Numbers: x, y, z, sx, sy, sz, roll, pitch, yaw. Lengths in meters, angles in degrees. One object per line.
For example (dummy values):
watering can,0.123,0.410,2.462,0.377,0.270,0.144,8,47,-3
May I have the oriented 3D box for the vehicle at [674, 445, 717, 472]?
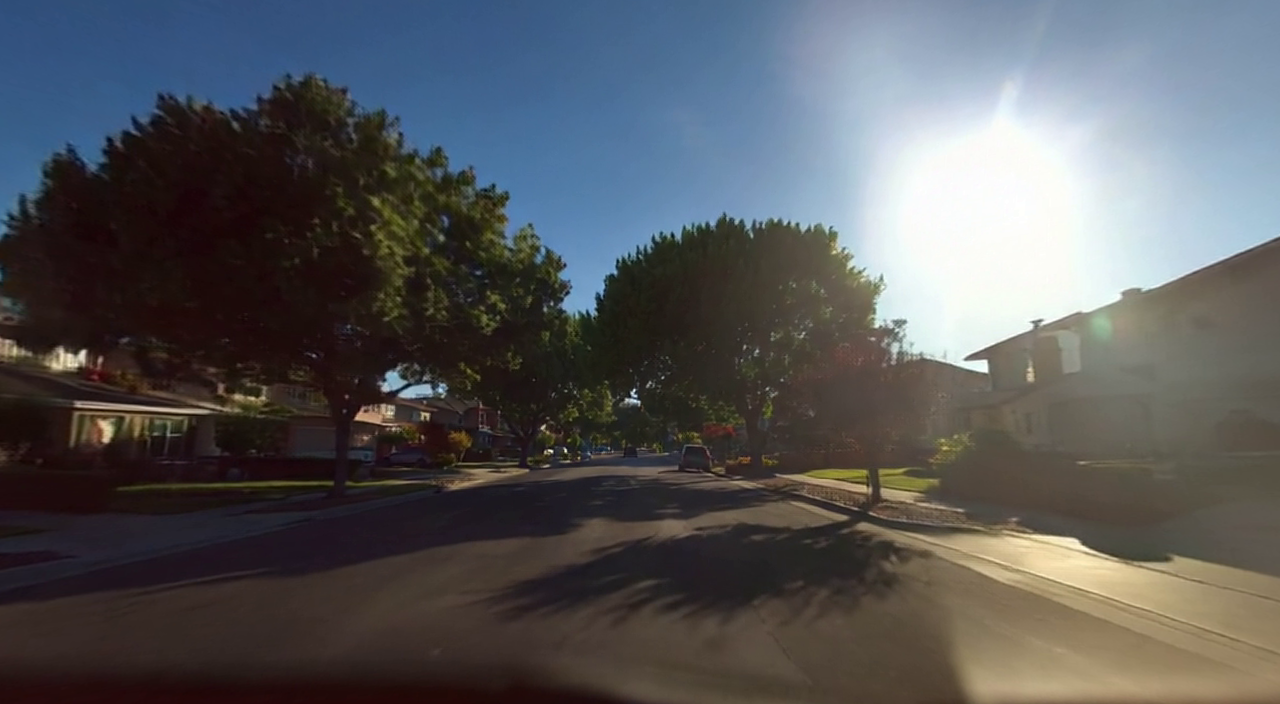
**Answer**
vehicle,3.422,6.673,39.713,2.136,1.596,4.790,0,-9,-2
